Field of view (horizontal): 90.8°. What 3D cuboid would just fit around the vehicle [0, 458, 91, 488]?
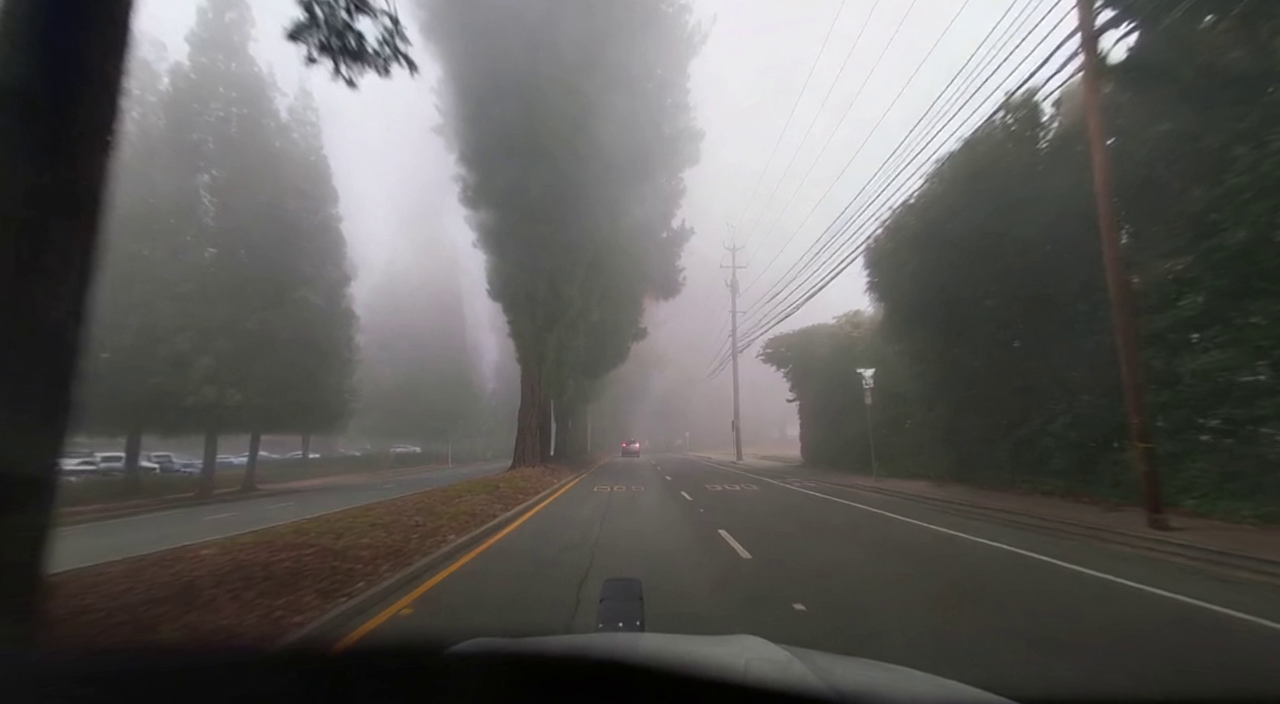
[{"bbox_3d":[-33.945,6.786,35.550,4.280,1.535,1.888,-1,-9,0],"label":"vehicle"}]

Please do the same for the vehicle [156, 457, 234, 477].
[{"bbox_3d":[-34.252,8.845,48.739,4.499,1.448,1.915,0,-8,-3],"label":"vehicle"}]

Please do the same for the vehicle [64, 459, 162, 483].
[{"bbox_3d":[-33.939,7.686,40.783,4.581,1.402,1.921,0,-8,-1],"label":"vehicle"}]
